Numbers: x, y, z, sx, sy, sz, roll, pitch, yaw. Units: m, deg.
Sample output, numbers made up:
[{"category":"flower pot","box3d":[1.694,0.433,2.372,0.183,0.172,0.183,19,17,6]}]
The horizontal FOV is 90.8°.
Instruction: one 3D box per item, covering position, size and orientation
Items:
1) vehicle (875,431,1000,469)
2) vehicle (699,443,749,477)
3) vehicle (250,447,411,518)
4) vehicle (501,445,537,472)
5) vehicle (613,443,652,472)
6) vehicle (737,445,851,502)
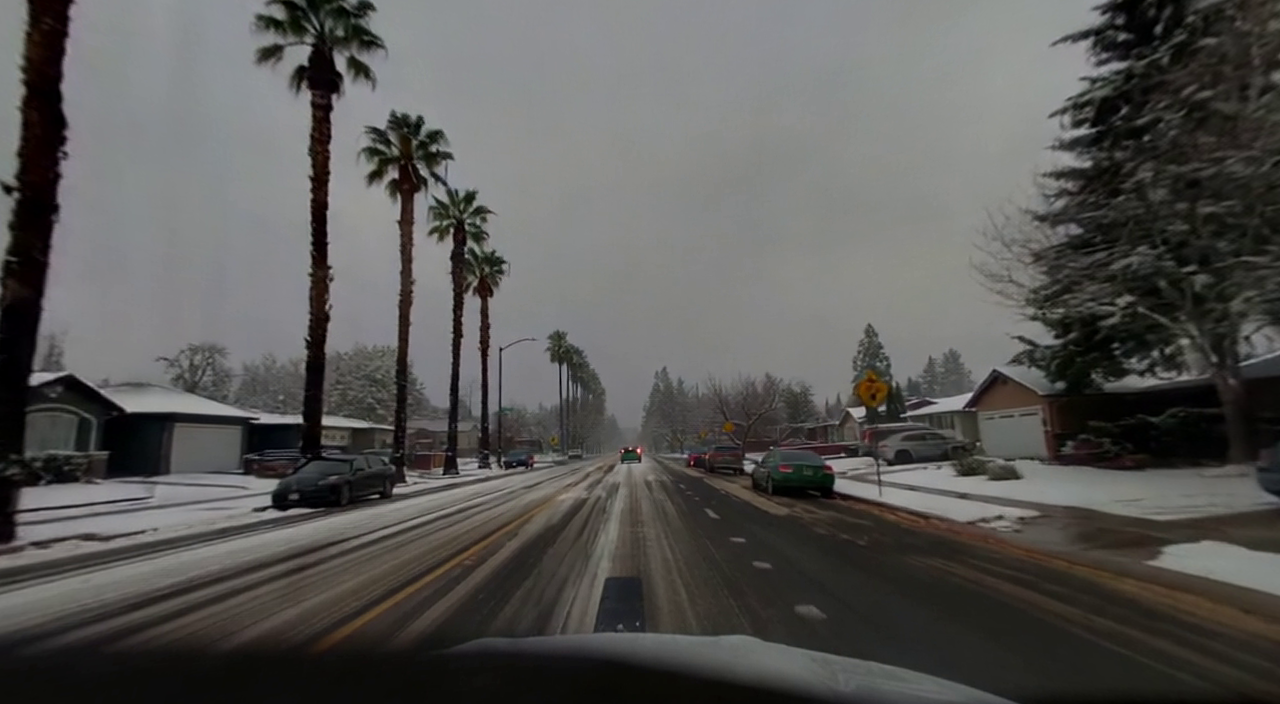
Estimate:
[{"category":"vehicle","box3d":[12.545,4.149,26.815,4.288,1.539,1.934,0,-8,-1]},{"category":"vehicle","box3d":[4.365,5.677,33.669,2.017,1.646,5.389,0,-8,1]},{"category":"vehicle","box3d":[-9.005,3.787,19.109,2.181,1.527,5.441,-2,-7,0]},{"category":"vehicle","box3d":[-9.100,8.013,47.676,1.945,1.666,4.107,-3,-6,-1]},{"category":"vehicle","box3d":[-0.426,5.896,35.534,2.098,1.483,4.099,0,-8,-1]},{"category":"vehicle","box3d":[4.462,3.594,19.286,2.033,1.495,5.175,0,-8,-2]}]
